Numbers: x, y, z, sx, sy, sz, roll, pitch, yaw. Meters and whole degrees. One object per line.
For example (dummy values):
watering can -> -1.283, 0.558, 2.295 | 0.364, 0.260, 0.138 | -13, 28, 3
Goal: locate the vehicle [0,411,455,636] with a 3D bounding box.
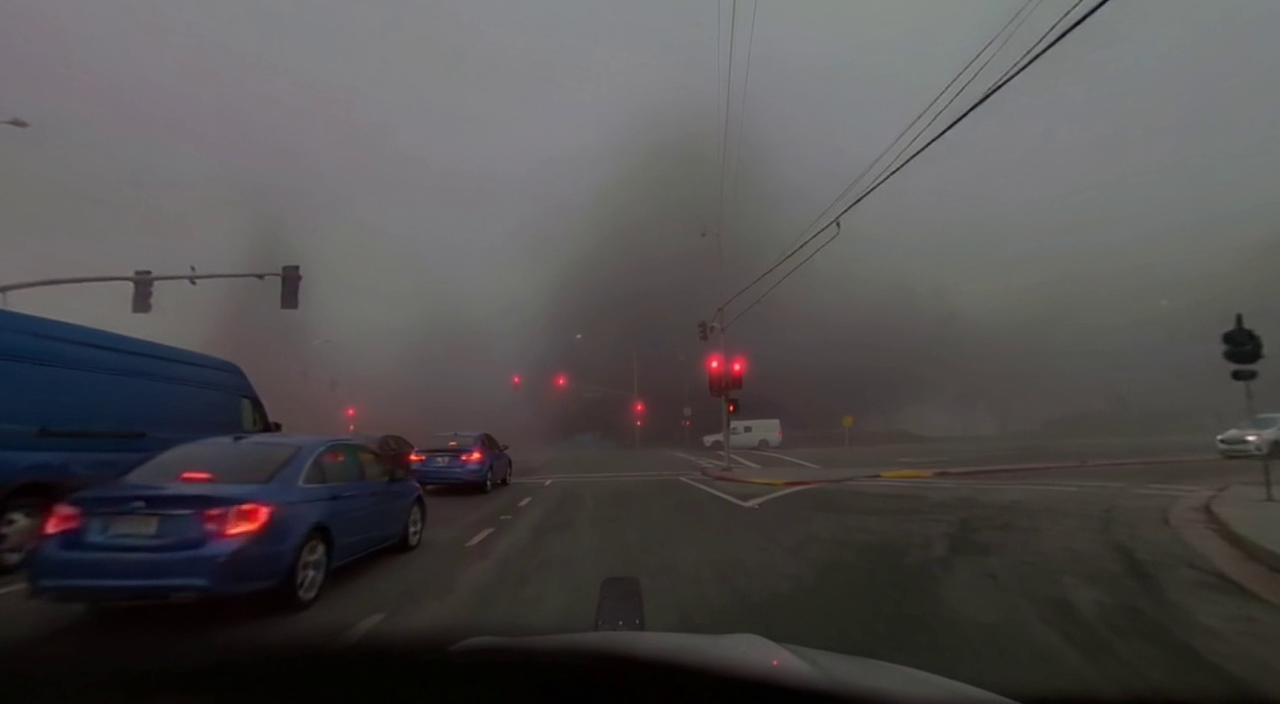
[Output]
vehicle -> -3.581, 1.499, 6.556 | 2.019, 1.485, 4.565 | 0, -9, -1

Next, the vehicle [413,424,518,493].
vehicle -> -4.415, 2.767, 16.521 | 1.815, 1.569, 3.940 | 1, -9, -3

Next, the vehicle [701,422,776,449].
vehicle -> 6.604, 5.642, 42.321 | 4.884, 1.714, 2.021 | -1, -9, 9
